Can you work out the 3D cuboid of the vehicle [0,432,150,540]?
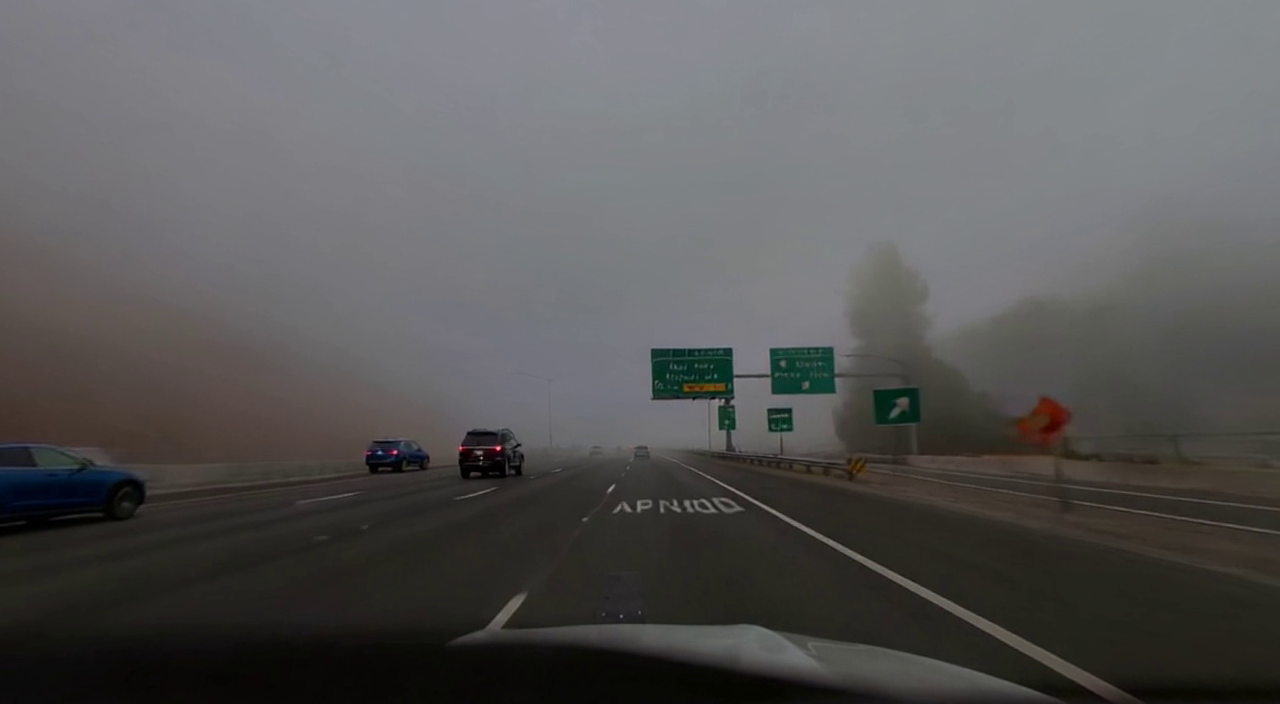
[{"bbox_3d":[-9.994,1.898,8.956,1.984,1.508,4.935,0,-9,1],"label":"vehicle"}]

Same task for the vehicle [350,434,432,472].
[{"bbox_3d":[-12.781,5.234,32.710,2.079,1.822,4.893,0,-9,2],"label":"vehicle"}]

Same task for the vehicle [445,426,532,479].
[{"bbox_3d":[-6.058,4.121,25.918,2.219,1.947,4.924,0,-9,2],"label":"vehicle"}]
